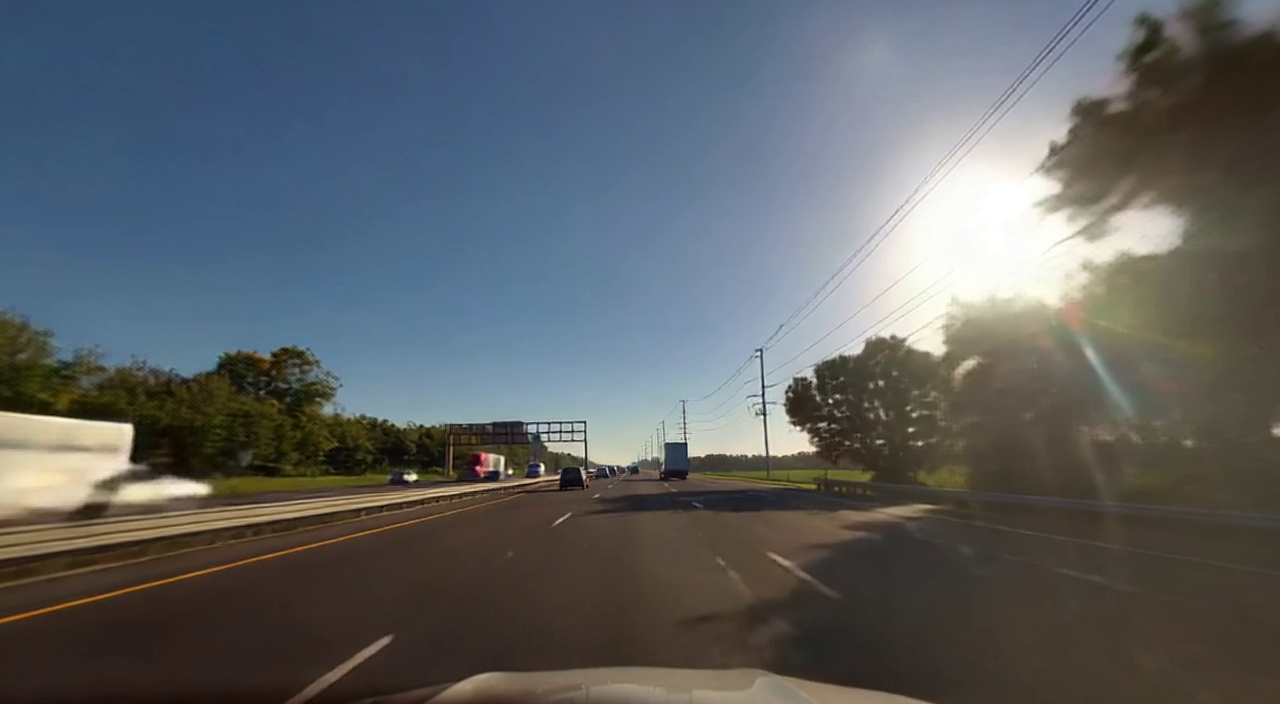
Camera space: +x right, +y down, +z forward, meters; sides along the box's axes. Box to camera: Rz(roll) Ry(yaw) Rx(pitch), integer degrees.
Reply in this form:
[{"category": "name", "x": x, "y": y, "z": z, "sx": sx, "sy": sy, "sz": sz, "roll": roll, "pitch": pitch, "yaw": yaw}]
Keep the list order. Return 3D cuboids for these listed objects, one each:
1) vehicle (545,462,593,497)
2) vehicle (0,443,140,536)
[{"category": "vehicle", "x": -3.474, "y": 6.346, "z": 31.556, "sx": 1.942, "sy": 1.597, "sz": 3.943, "roll": 1, "pitch": -10, "yaw": 0}, {"category": "vehicle", "x": -12.052, "y": 2.471, "z": 11.440, "sx": 2.013, "sy": 1.575, "sz": 4.759, "roll": 1, "pitch": -11, "yaw": -1}]
